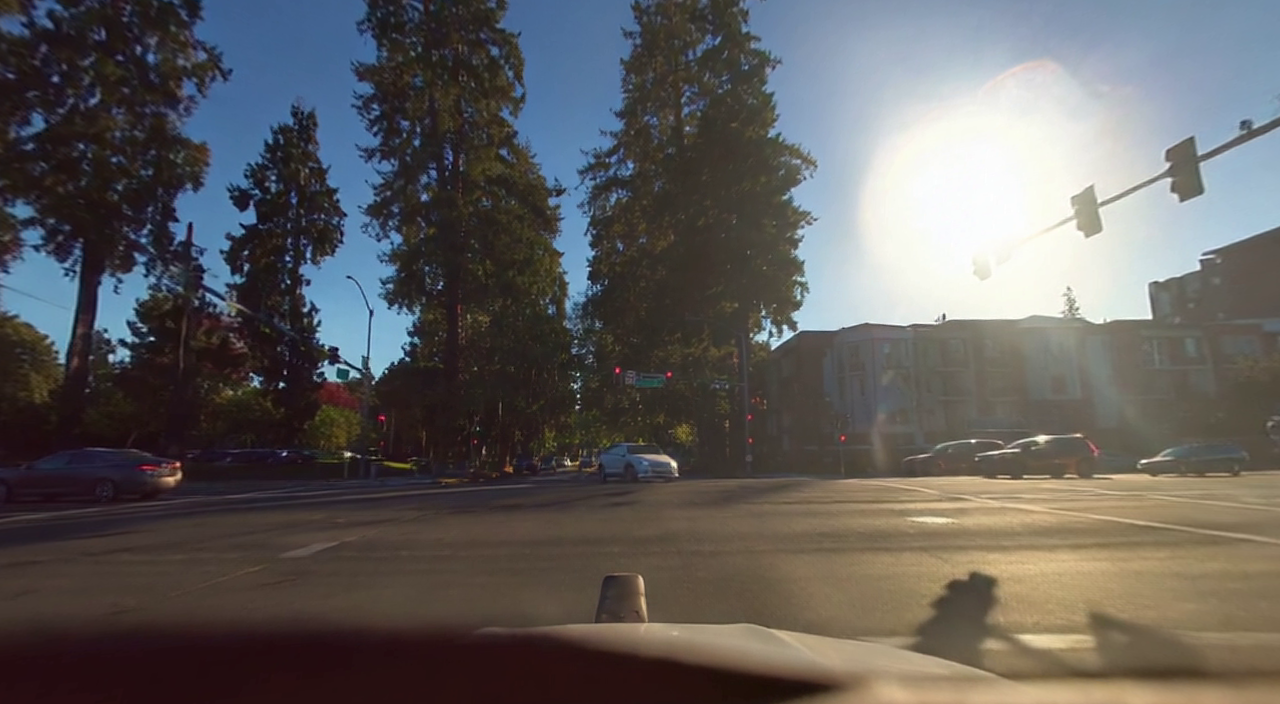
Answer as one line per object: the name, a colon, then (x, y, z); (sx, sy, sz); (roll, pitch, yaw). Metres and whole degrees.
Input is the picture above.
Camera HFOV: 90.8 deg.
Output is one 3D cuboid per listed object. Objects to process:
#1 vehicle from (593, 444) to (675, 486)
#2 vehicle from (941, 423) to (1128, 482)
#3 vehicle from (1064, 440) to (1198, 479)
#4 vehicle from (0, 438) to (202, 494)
vehicle: (-0.396, 5.149, 29.162); (2.162, 1.740, 4.728); (3, -9, -22)
vehicle: (16.651, 4.279, 27.007); (6.109, 2.348, 2.683); (0, -8, 1)
vehicle: (23.212, 5.079, 30.027); (4.569, 1.794, 2.088); (0, -8, 0)
vehicle: (-18.650, 3.968, 22.013); (4.798, 1.763, 2.536); (0, -10, 0)
